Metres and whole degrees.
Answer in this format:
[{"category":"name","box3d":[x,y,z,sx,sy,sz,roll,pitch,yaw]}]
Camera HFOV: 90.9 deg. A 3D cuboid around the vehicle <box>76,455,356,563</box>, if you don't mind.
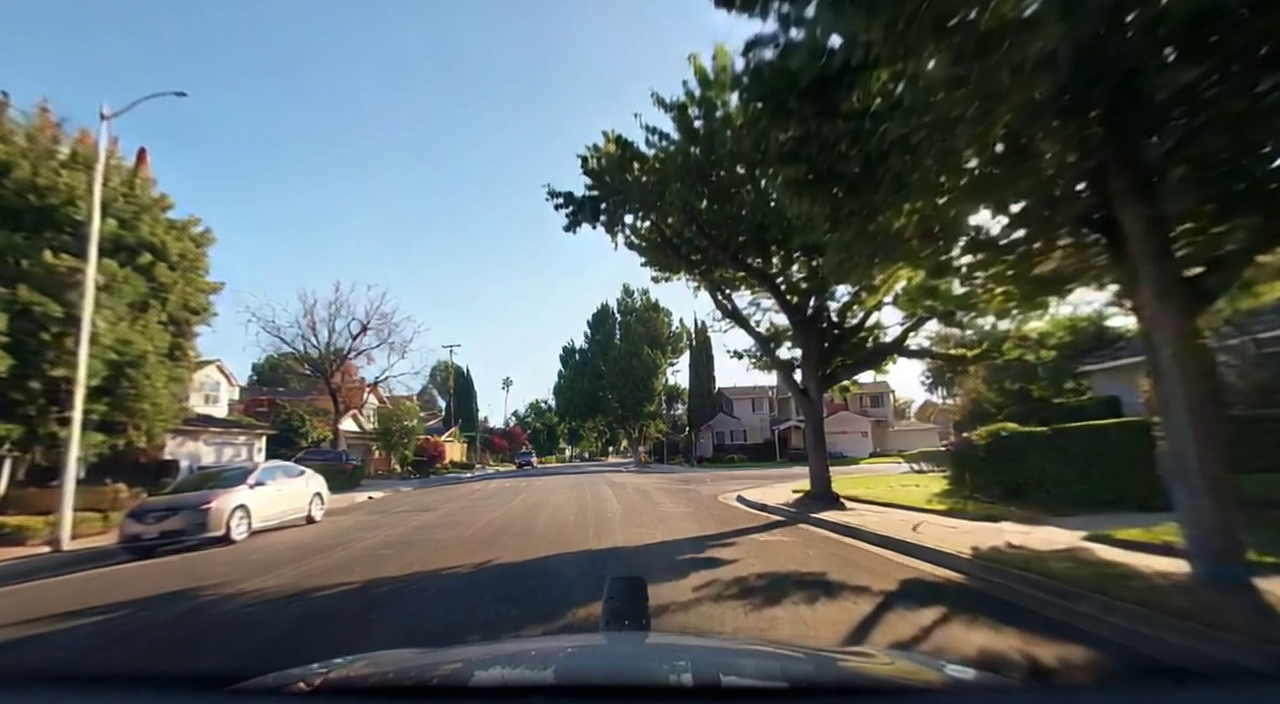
[{"category":"vehicle","box3d":[-7.536,2.784,12.156,2.069,1.487,5.470,-1,-9,-6]}]
